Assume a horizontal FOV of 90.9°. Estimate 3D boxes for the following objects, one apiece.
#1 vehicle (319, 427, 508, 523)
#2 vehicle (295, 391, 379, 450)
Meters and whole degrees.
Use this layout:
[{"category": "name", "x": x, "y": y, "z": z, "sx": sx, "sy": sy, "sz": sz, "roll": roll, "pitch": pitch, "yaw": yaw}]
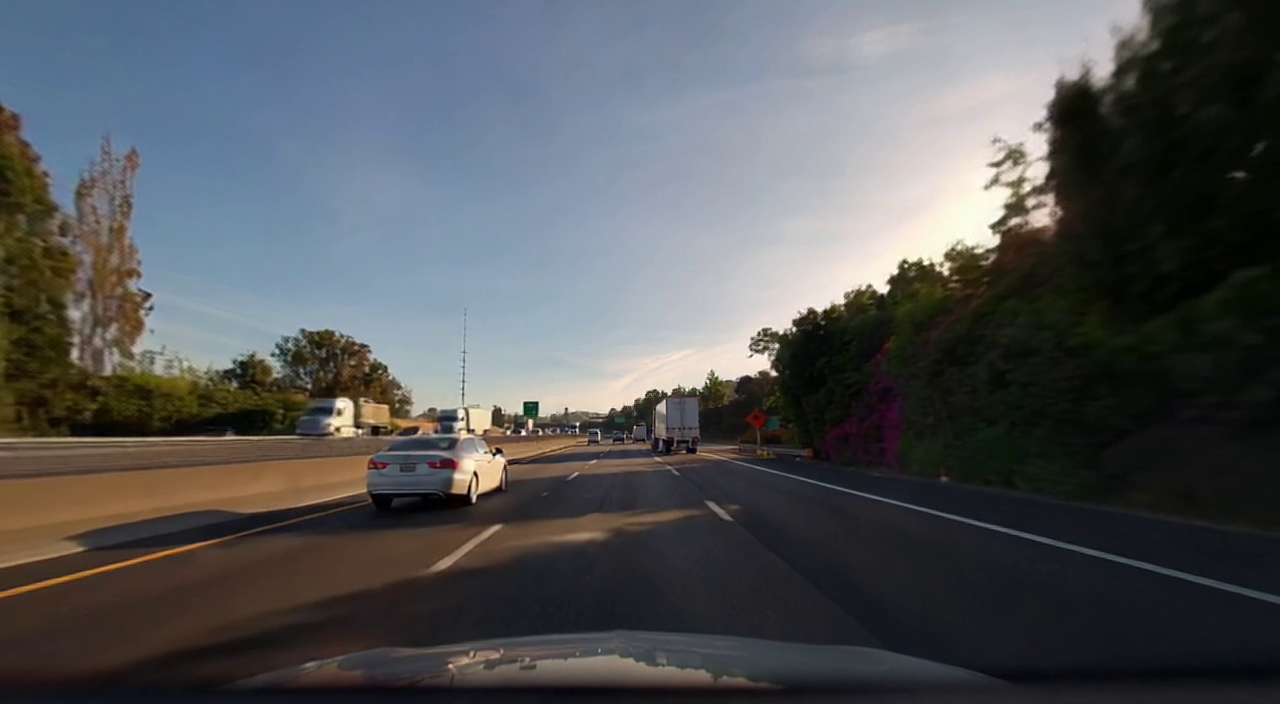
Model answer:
[{"category": "vehicle", "x": -3.906, "y": 2.168, "z": 11.826, "sx": 1.971, "sy": 1.444, "sz": 4.401, "roll": 0, "pitch": -8, "yaw": -1}, {"category": "vehicle", "x": -20.498, "y": 4.741, "z": 43.002, "sx": 2.925, "sy": 3.762, "sz": 5.701, "roll": 0, "pitch": -7, "yaw": -1}]
